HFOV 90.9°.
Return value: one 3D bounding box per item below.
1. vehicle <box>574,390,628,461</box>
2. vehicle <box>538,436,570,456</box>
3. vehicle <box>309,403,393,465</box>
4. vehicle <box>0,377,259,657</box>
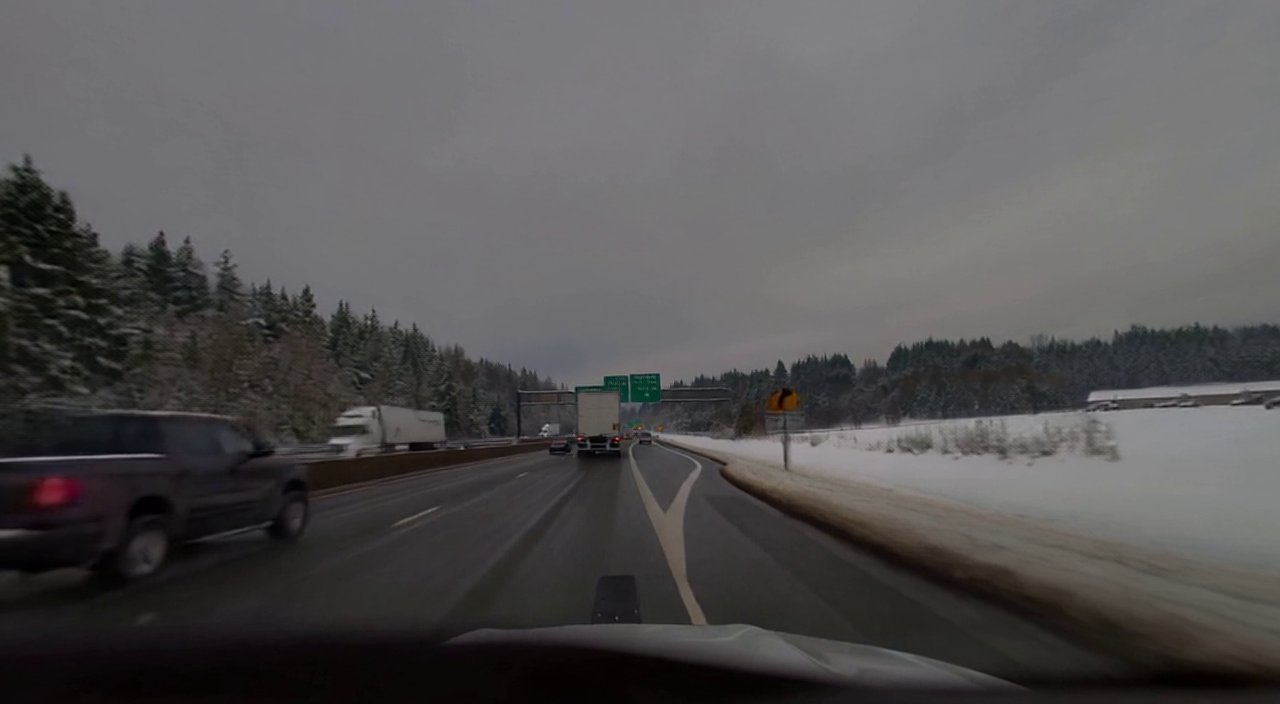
[{"bbox_3d":[-2.187,4.463,37.594,2.855,3.741,8.587,0,-8,-2],"label":"vehicle"},{"bbox_3d":[-6.586,7.181,48.421,1.931,1.479,4.083,0,-8,-1],"label":"vehicle"},{"bbox_3d":[-19.535,5.599,43.033,2.953,3.896,5.885,0,-8,-1],"label":"vehicle"},{"bbox_3d":[-4.855,1.042,4.166,2.068,1.647,4.321,0,-8,-2],"label":"vehicle"}]
